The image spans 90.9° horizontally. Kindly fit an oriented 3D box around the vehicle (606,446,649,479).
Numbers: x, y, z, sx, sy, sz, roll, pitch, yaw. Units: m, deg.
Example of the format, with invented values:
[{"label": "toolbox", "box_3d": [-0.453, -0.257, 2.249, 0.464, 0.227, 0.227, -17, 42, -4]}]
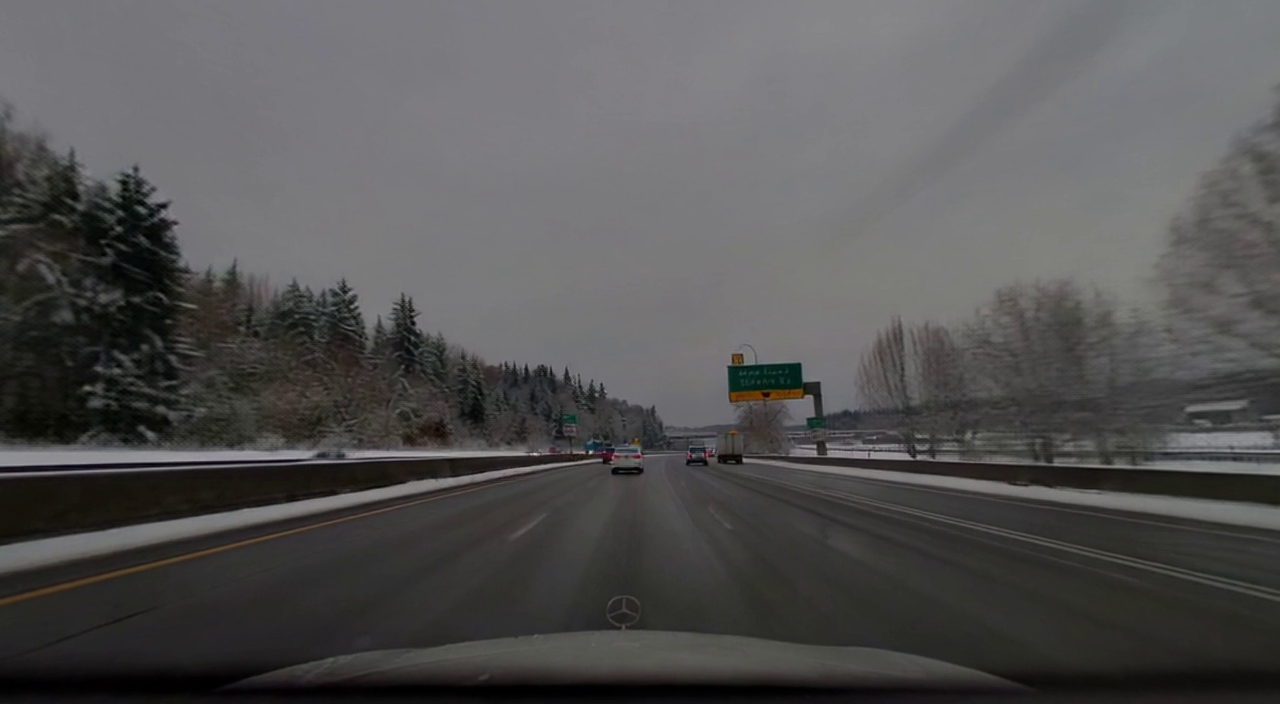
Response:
[{"label": "vehicle", "box_3d": [-0.568, 5.582, 32.064, 2.035, 1.513, 4.272, 0, -9, 1]}]
